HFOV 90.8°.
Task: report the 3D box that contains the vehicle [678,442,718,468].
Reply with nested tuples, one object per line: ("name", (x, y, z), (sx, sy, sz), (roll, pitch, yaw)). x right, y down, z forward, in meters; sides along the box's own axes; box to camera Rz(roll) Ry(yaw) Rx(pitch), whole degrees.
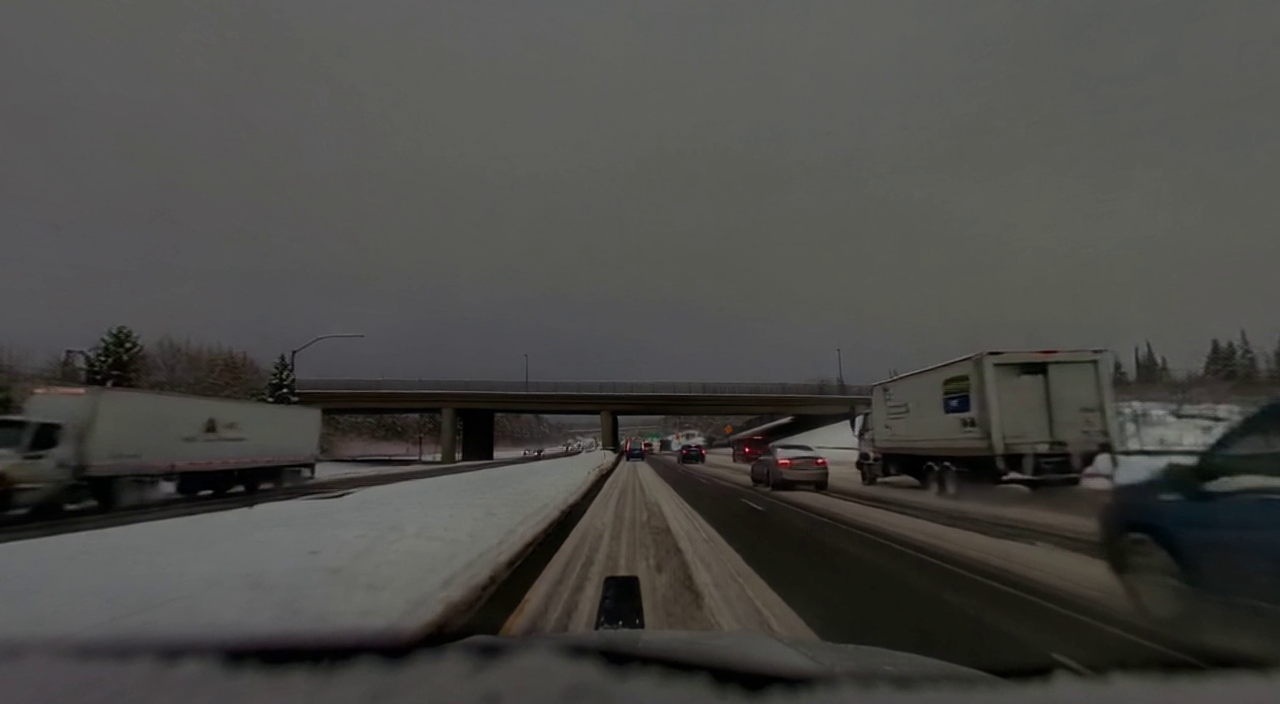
("vehicle", (3.779, 6.807, 42.026), (2.005, 1.585, 4.863), (0, -8, -2))

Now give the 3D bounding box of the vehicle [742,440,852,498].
("vehicle", (4.353, 3.300, 18.303), (1.971, 1.453, 4.414), (0, -8, -1))

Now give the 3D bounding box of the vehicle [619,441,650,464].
("vehicle", (-0.466, 7.832, 49.331), (2.256, 1.743, 4.189), (0, -8, -1))

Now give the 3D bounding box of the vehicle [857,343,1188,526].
("vehicle", (8.031, 1.990, 14.912), (2.866, 3.233, 7.345), (1, -9, -3))

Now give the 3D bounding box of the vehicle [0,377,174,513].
("vehicle", (-20.480, 3.148, 21.351), (3.051, 3.996, 8.261), (0, -8, -1))
